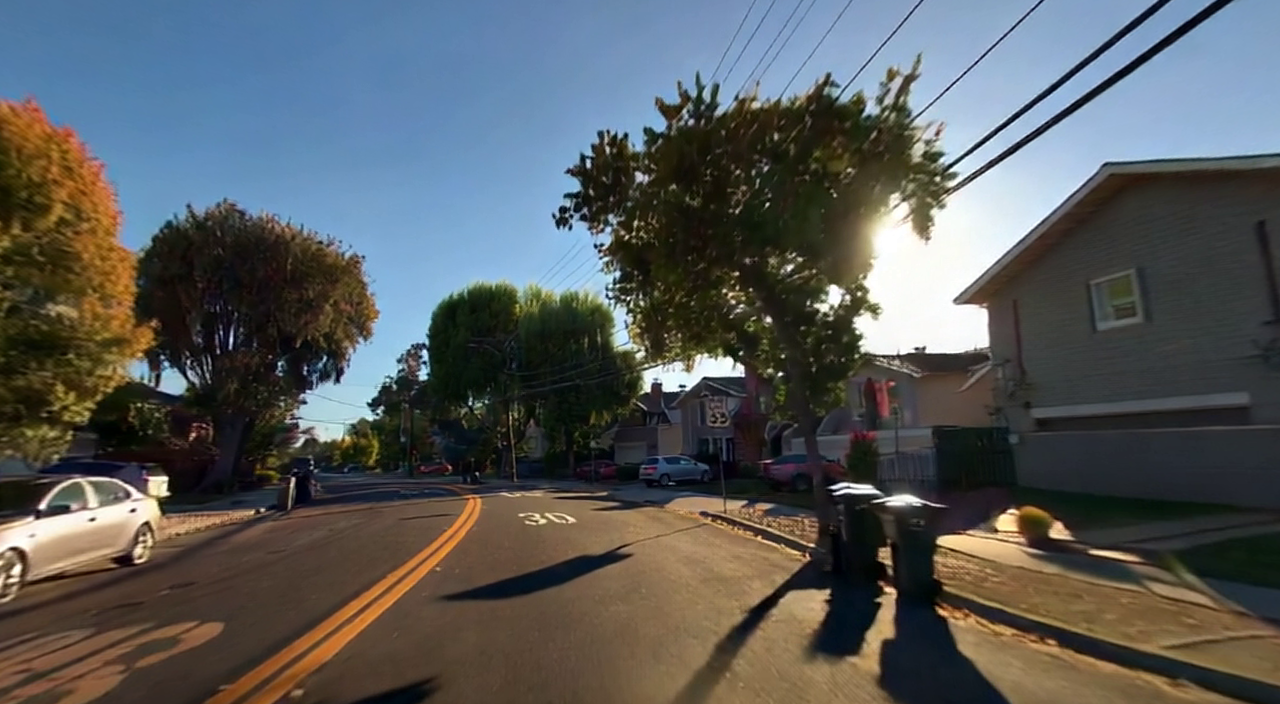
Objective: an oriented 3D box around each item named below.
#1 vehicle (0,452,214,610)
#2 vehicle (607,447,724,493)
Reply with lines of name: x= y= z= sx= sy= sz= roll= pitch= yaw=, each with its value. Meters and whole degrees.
vehicle: x=-7.628 y=2.051 z=7.842 sx=1.994 sy=1.515 sz=4.385 roll=1 pitch=-8 yaw=-7
vehicle: x=1.244 y=5.823 z=31.182 sx=5.229 sy=1.790 sz=2.153 roll=-1 pitch=-11 yaw=-19
